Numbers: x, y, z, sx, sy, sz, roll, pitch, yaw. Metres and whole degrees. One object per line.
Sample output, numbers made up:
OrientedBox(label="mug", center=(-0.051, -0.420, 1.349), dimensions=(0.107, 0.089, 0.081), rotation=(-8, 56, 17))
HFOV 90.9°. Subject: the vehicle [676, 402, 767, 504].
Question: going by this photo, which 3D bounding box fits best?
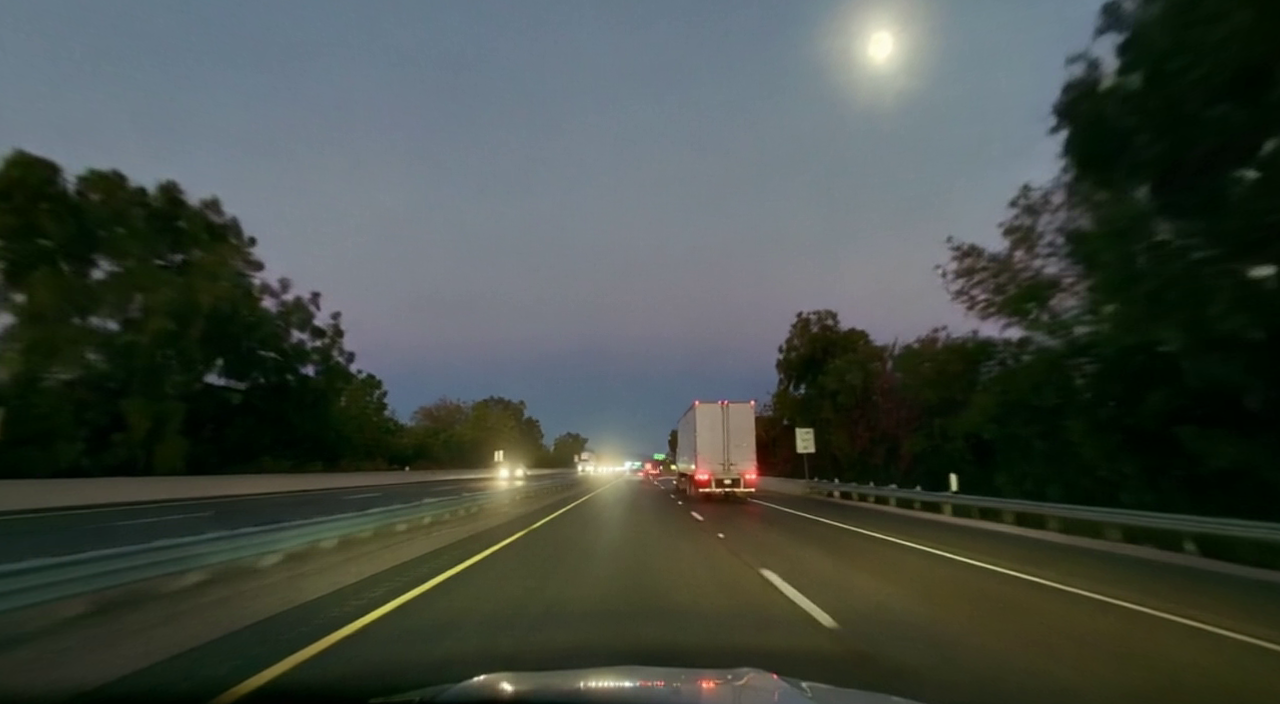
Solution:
OrientedBox(label="vehicle", center=(3.695, 5.356, 32.613), dimensions=(2.863, 4.088, 14.040), rotation=(1, -10, 0))
